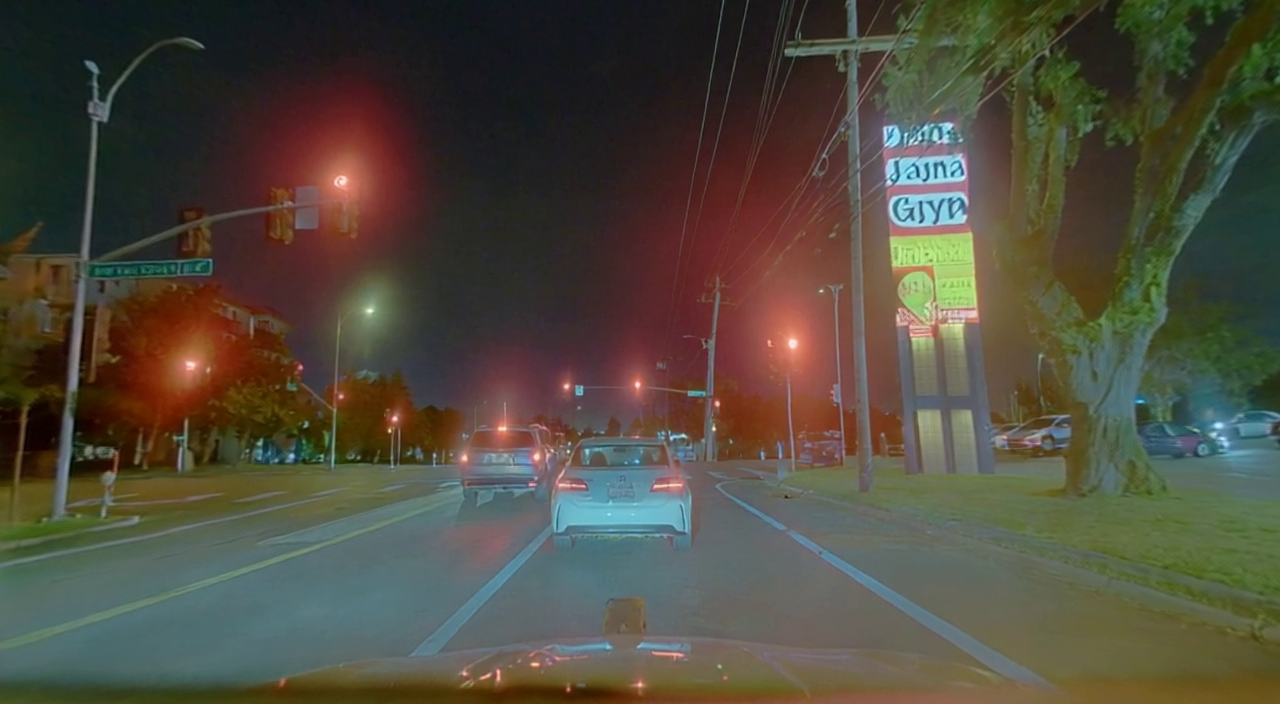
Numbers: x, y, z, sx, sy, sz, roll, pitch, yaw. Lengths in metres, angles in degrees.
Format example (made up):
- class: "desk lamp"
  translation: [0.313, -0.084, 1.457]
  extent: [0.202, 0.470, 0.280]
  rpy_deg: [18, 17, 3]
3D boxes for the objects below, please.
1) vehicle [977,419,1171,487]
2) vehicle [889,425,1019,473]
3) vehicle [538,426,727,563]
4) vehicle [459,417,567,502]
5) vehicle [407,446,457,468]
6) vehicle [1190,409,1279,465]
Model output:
- class: "vehicle"
  translation: [10.539, 2.494, 15.811]
  extent: [1.888, 1.455, 4.268]
  rpy_deg: [0, -8, 1]
- class: "vehicle"
  translation: [10.645, 3.343, 21.839]
  extent: [1.842, 1.471, 4.481]
  rpy_deg: [1, -8, -6]
- class: "vehicle"
  translation: [-0.151, 1.874, 9.097]
  extent: [2.070, 1.481, 4.216]
  rpy_deg: [0, -8, -2]
- class: "vehicle"
  translation: [-3.050, 2.689, 16.140]
  extent: [2.106, 1.852, 4.512]
  rpy_deg: [0, -8, -4]
- class: "vehicle"
  translation: [-15.551, 7.807, 46.994]
  extent: [2.111, 1.511, 4.641]
  rpy_deg: [6, -10, -36]
- class: "vehicle"
  translation: [18.720, 2.550, 18.809]
  extent: [4.446, 1.511, 1.977]
  rpy_deg: [4, -10, -29]
